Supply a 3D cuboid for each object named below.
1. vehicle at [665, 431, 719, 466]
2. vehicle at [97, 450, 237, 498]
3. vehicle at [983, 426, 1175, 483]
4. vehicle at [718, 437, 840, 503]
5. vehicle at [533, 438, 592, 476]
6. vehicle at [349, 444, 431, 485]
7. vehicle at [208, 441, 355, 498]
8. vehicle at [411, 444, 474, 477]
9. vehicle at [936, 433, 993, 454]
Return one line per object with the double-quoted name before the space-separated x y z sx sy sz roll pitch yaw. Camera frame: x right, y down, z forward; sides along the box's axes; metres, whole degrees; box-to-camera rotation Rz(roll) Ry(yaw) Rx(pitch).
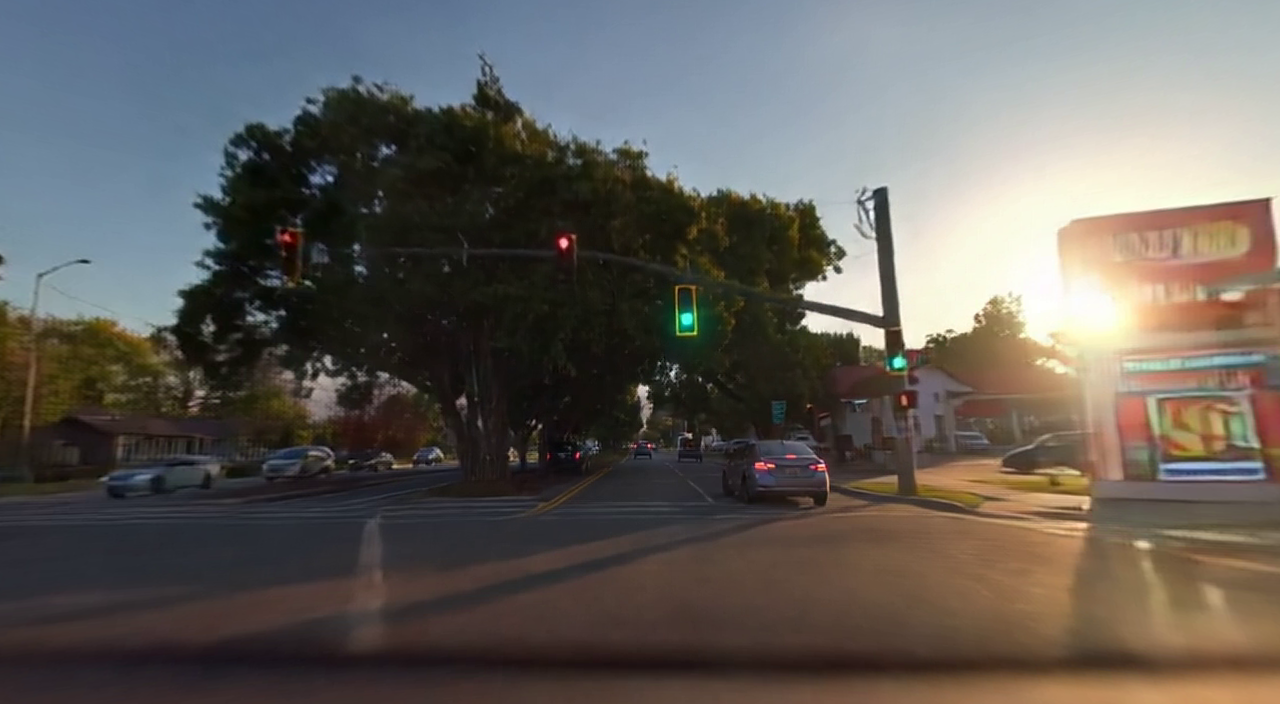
"vehicle" 3.433 6.579 43.199 3.245 2.199 6.295 0 -8 1
"vehicle" -18.358 4.724 24.766 2.150 1.654 4.279 0 -8 0
"vehicle" 17.209 3.992 25.389 2.766 1.917 6.394 -1 -7 -5
"vehicle" 3.461 3.042 16.736 2.095 1.475 4.686 0 -8 -1
"vehicle" -3.733 5.153 31.119 2.250 1.713 4.422 0 -8 1
"vehicle" -11.298 5.072 28.842 1.909 1.467 4.522 -2 -6 0
"vehicle" -11.553 3.776 20.801 2.091 1.644 4.645 0 -8 0
"vehicle" -11.248 6.176 36.279 2.004 1.509 4.932 -1 -6 1
"vehicle" 24.191 6.856 47.158 1.921 1.463 4.380 0 -8 0
